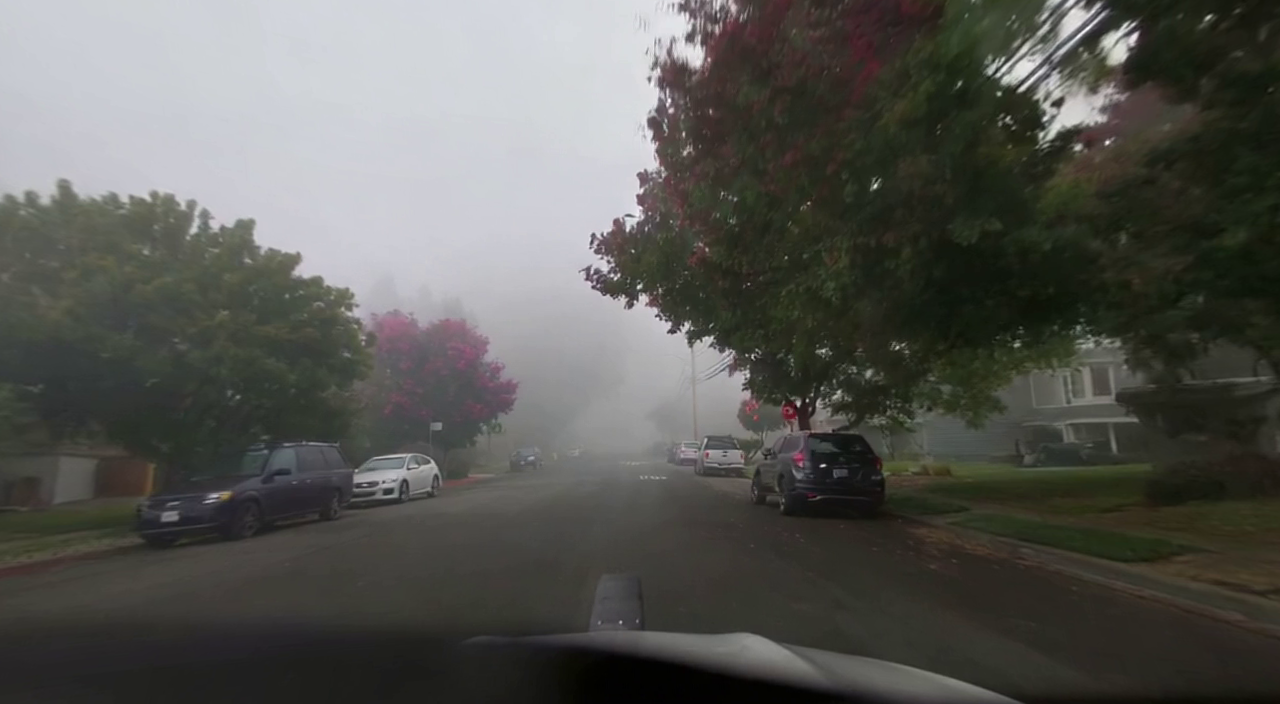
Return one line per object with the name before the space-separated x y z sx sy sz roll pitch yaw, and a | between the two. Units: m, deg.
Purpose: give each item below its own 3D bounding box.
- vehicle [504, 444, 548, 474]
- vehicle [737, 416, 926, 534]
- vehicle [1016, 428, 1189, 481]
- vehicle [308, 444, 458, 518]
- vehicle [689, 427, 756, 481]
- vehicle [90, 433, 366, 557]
vehicle | -7.427 7.078 41.398 1.980 1.664 4.342 -5 -11 0
vehicle | 3.188 2.156 11.615 2.069 1.750 4.294 0 -9 -1
vehicle | 15.958 3.580 21.978 4.369 1.469 1.924 -3 -11 0
vehicle | -6.762 3.456 17.208 2.086 1.516 4.568 -6 -11 1
vehicle | 3.402 4.360 27.276 2.111 2.054 5.748 0 -9 0
vehicle | -7.160 2.489 11.797 2.058 1.814 4.624 0 -9 -1
